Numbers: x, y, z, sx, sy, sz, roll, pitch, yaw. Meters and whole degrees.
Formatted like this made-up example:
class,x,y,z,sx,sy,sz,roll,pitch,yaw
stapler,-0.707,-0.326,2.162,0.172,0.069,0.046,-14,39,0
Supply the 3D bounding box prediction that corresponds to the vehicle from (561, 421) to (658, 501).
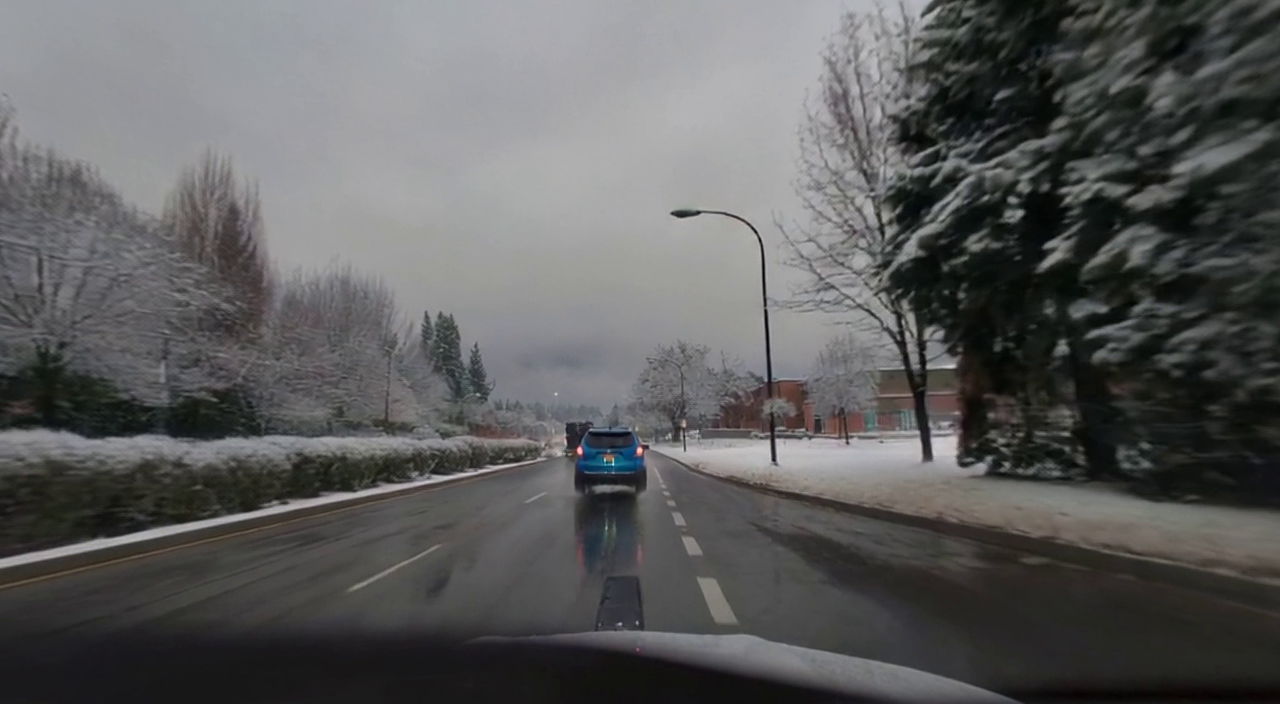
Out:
class,x,y,z,sx,sy,sz,roll,pitch,yaw
vehicle,-0.680,2.723,16.178,2.131,1.761,4.242,0,-8,0
